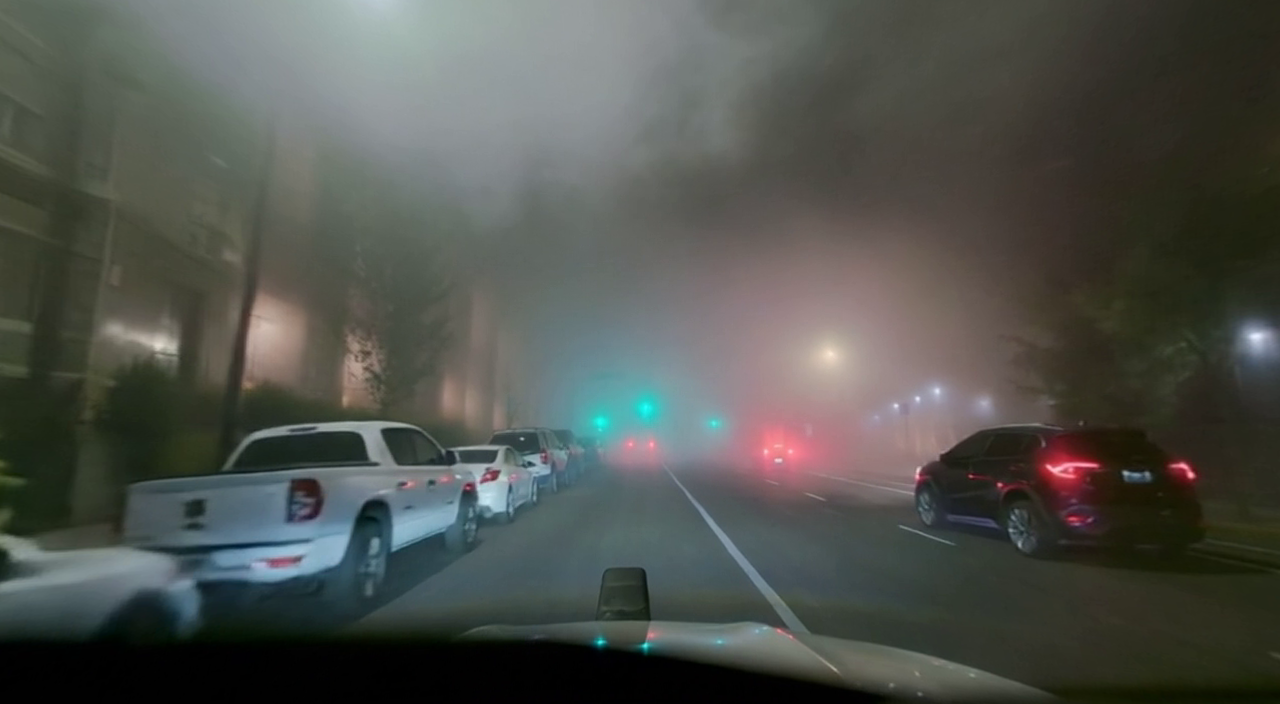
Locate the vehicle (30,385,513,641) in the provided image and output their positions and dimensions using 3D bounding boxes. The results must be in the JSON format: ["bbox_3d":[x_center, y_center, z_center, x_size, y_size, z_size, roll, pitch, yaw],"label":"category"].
[{"bbox_3d":[-2.936,1.412,6.576,2.143,1.687,4.602,-1,-8,2],"label":"vehicle"}]

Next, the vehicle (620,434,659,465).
[{"bbox_3d":[-0.036,5.612,36.470,2.122,1.689,3.885,0,-8,0],"label":"vehicle"}]

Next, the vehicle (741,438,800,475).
[{"bbox_3d":[5.609,4.532,27.507,1.799,1.463,3.464,0,-8,0],"label":"vehicle"}]

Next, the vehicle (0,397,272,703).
[{"bbox_3d":[-3.028,0.783,1.276,1.843,1.482,4.310,-1,-8,2],"label":"vehicle"}]

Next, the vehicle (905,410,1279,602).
[{"bbox_3d":[5.010,1.605,7.454,1.891,1.599,4.173,0,-8,0],"label":"vehicle"}]

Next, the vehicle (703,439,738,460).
[{"bbox_3d":[5.839,7.169,46.357,1.917,1.467,4.452,0,-8,-1],"label":"vehicle"}]
